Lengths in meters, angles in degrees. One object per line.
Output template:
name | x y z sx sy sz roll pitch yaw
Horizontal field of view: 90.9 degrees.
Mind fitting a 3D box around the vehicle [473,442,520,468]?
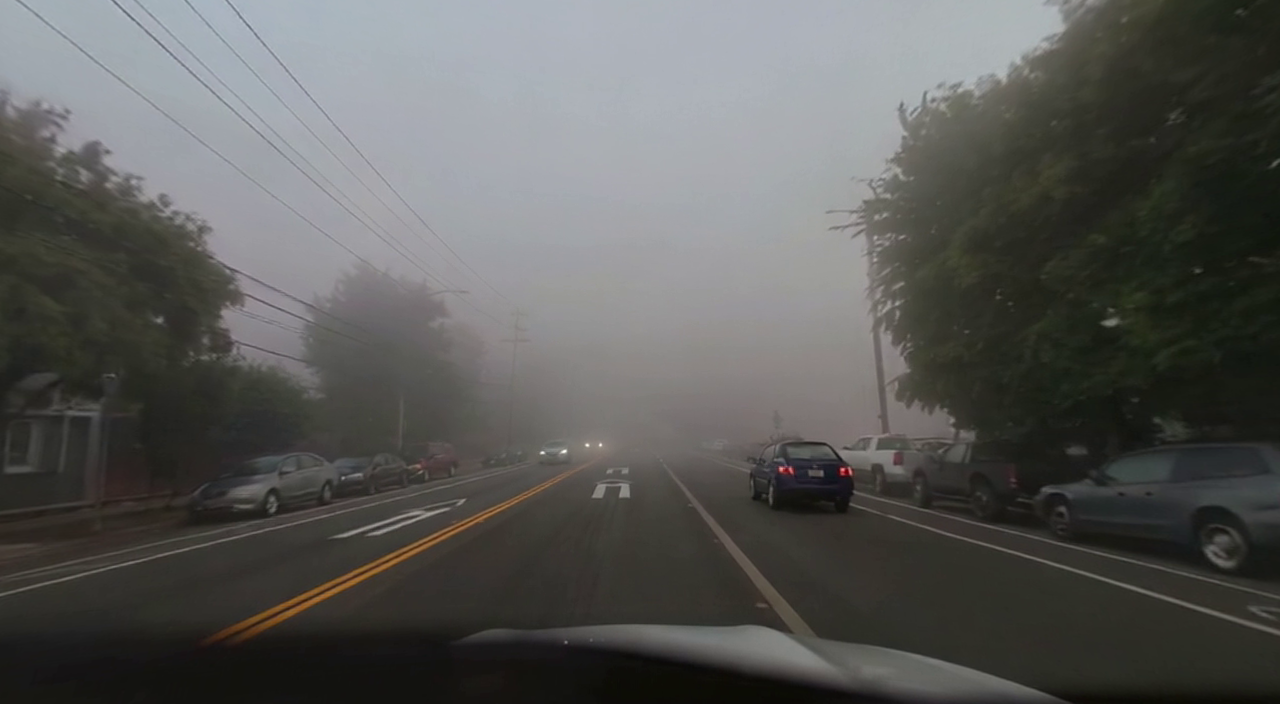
vehicle | -9.325 6.719 41.383 1.944 1.524 4.404 0 -8 1

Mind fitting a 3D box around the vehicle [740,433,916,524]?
vehicle | 3.510 2.439 12.876 2.059 1.489 4.629 0 -8 -1

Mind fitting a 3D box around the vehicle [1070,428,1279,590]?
vehicle | 7.744 1.772 7.472 2.044 1.682 4.466 0 -8 -2

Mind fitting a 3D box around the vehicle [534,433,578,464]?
vehicle | -5.029 5.842 38.312 2.050 1.729 4.269 0 -8 1

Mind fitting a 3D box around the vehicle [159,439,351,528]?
vehicle | -9.402 3.167 15.909 1.961 1.683 4.483 -7 -8 1

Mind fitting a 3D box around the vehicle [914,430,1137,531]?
vehicle | 7.689 2.551 13.217 1.811 1.749 4.308 0 -8 -2

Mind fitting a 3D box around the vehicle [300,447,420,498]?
vehicle | -9.345 4.028 21.475 1.949 1.502 4.264 -1 -8 3

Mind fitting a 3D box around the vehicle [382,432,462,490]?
vehicle | -9.429 4.688 27.645 1.981 1.975 4.534 -3 -4 -1
